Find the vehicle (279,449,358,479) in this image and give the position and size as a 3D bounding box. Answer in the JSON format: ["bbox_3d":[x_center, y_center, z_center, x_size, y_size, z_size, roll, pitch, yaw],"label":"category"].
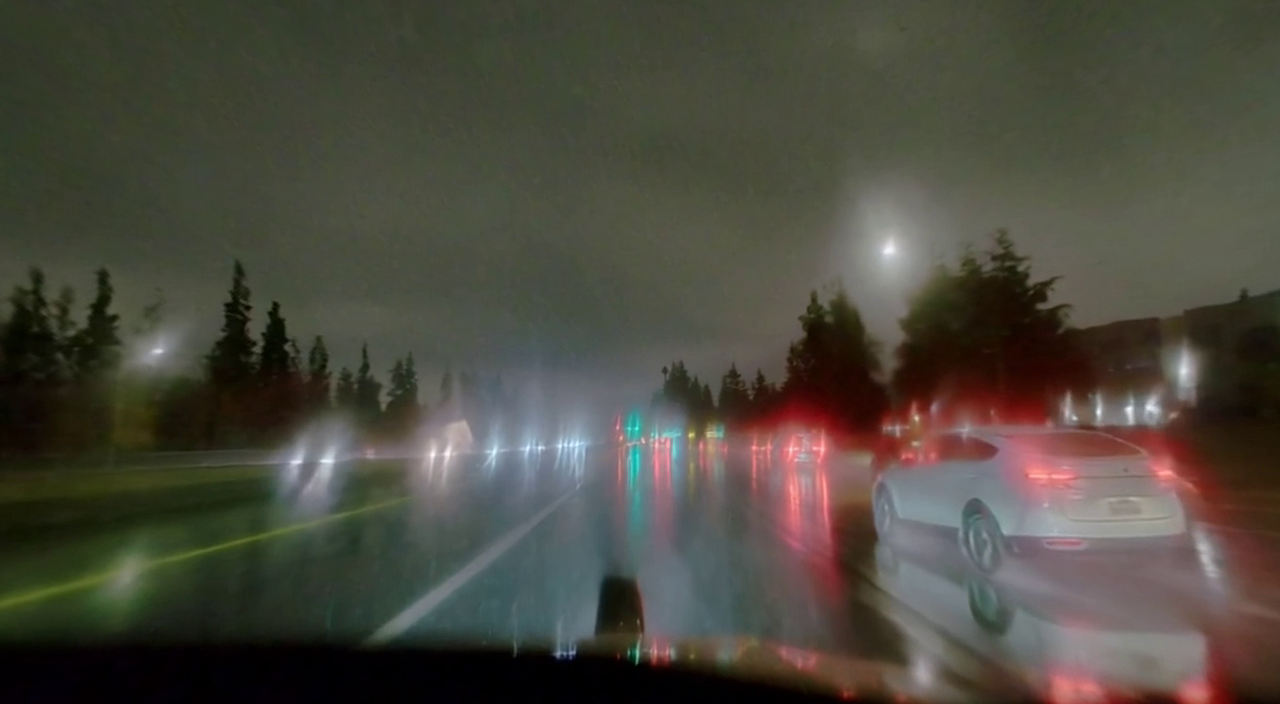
[{"bbox_3d":[-14.546,5.055,28.824,1.620,1.198,3.811,0,-8,0],"label":"vehicle"}]

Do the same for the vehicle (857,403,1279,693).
[{"bbox_3d":[3.855,1.361,5.715,2.018,1.477,4.800,0,-8,-1],"label":"vehicle"}]
